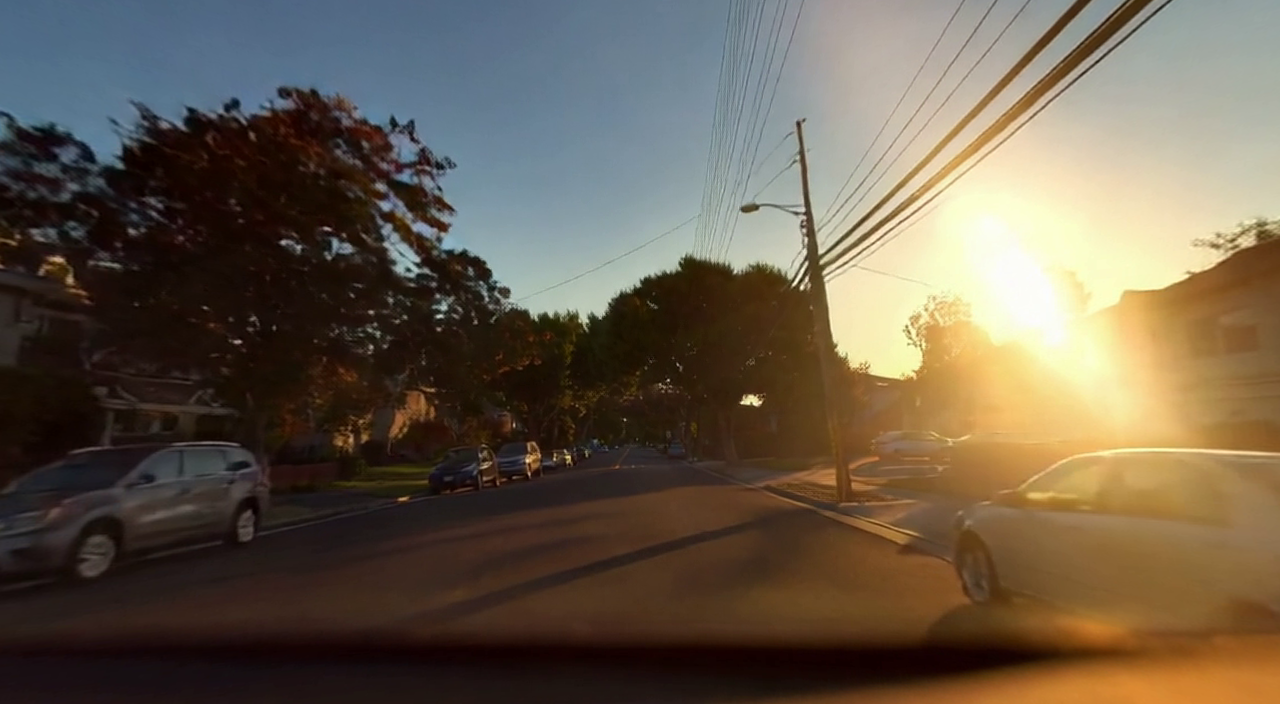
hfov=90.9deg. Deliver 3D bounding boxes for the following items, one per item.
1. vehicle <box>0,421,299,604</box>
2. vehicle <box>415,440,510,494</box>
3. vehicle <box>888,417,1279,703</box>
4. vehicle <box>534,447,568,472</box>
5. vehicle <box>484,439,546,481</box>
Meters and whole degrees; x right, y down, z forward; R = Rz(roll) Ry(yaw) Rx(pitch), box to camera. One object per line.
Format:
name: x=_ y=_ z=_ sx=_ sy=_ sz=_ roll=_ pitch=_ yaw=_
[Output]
vehicle: x=-6.657 y=1.871 z=8.222 sx=2.027 sy=1.695 sz=4.437 roll=-3 pitch=-8 yaw=-1
vehicle: x=-6.575 y=4.297 z=24.113 sx=2.120 sy=1.799 sz=5.370 roll=-1 pitch=-8 yaw=0
vehicle: x=3.494 y=1.232 z=4.076 sx=1.909 sy=1.462 sz=4.740 roll=0 pitch=-8 yaw=1
vehicle: x=-6.679 y=8.152 z=47.911 sx=1.852 sy=1.510 sz=4.812 roll=-4 pitch=-7 yaw=-1
vehicle: x=-6.491 y=5.624 z=33.414 sx=2.144 sy=1.955 sz=6.159 roll=0 pitch=-7 yaw=-1
